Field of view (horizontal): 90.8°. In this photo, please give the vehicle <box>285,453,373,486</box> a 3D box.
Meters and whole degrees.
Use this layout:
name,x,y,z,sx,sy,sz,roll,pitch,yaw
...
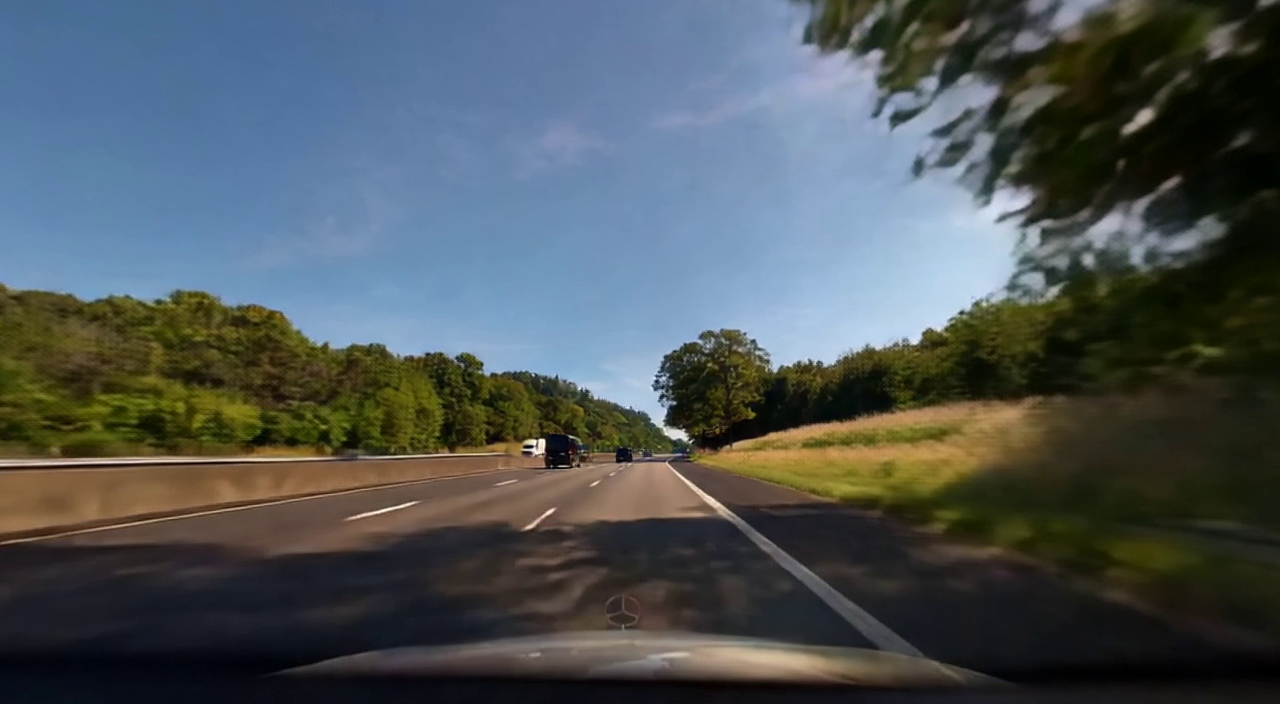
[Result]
name,x,y,z,sx,sy,sz,roll,pitch,yaw
vehicle,-15.105,5.703,30.983,1.928,1.463,4.691,0,-9,0

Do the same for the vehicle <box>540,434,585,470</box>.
name,x,y,z,sx,sy,sz,roll,pitch,yaw
vehicle,-5.741,7.515,47.424,2.449,2.471,6.130,-1,-9,1
